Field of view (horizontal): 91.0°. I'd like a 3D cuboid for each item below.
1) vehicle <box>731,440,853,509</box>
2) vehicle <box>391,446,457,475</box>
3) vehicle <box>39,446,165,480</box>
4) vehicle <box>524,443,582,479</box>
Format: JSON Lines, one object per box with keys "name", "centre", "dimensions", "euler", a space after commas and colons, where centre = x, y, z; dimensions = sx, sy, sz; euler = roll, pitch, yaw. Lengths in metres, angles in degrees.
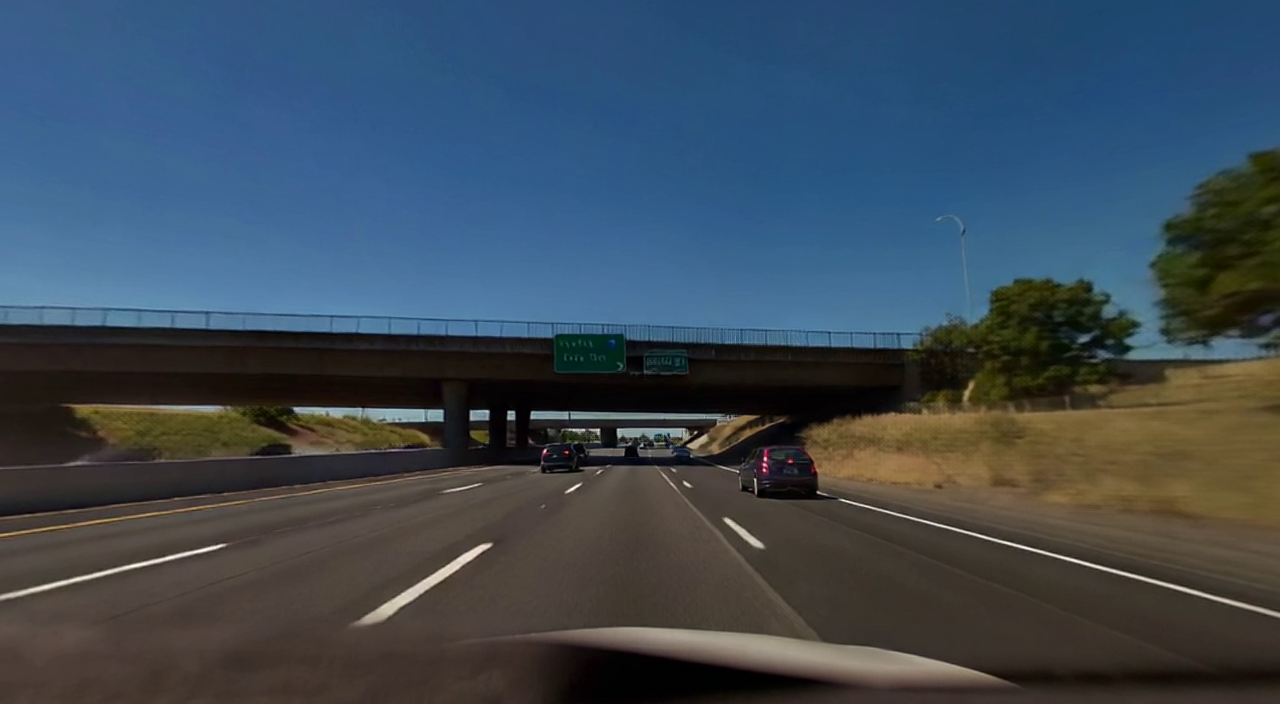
{"name": "vehicle", "centre": [3.754, 3.096, 16.436], "dimensions": [2.079, 1.535, 4.316], "euler": [0, -9, 0]}
{"name": "vehicle", "centre": [-11.747, 5.932, 34.654], "dimensions": [1.919, 1.497, 4.765], "euler": [0, -9, 0]}
{"name": "vehicle", "centre": [-28.314, 5.834, 33.455], "dimensions": [1.987, 1.665, 5.328], "euler": [0, -9, 0]}
{"name": "vehicle", "centre": [-4.039, 5.134, 29.876], "dimensions": [2.072, 1.545, 4.687], "euler": [0, -9, 0]}
